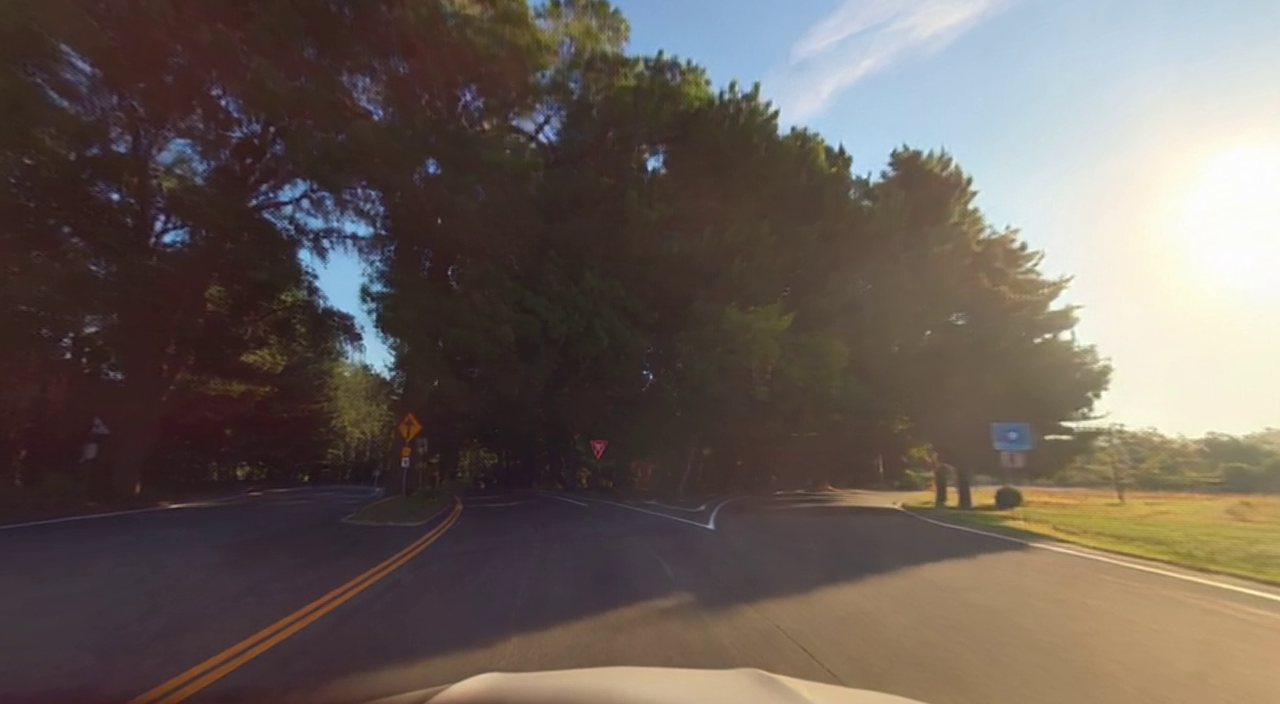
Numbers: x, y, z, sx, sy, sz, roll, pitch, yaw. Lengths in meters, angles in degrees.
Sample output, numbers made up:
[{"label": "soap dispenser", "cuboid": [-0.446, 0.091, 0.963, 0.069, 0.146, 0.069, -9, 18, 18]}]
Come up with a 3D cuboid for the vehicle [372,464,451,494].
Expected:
[{"label": "vehicle", "cuboid": [-13.041, 7.281, 36.203, 1.889, 1.583, 3.992, -4, -12, 25]}]
